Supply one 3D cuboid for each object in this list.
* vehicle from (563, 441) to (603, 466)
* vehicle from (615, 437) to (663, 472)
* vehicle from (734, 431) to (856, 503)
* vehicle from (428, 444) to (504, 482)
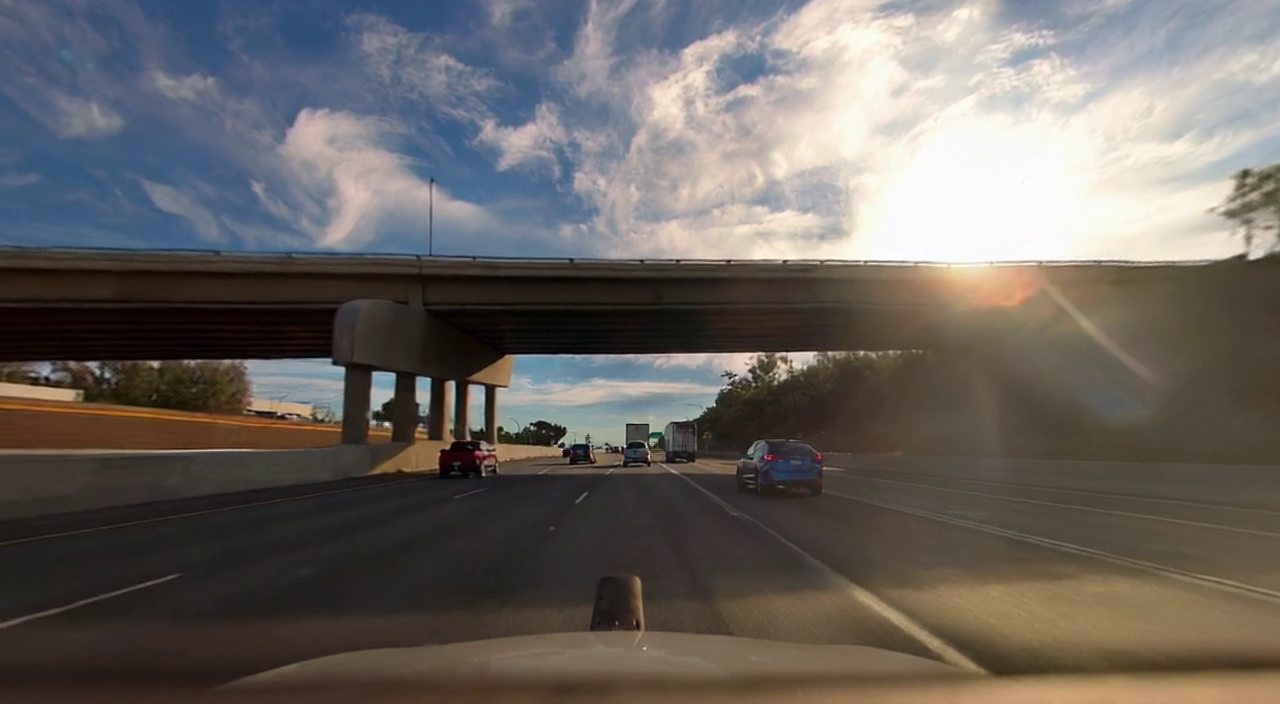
[{"bbox_3d":[-4.100,7.431,46.544,2.535,1.715,5.030,0,-9,-1],"label":"vehicle"},{"bbox_3d":[-0.083,5.872,36.421,2.572,1.837,5.693,0,-9,0],"label":"vehicle"},{"bbox_3d":[3.924,2.993,16.806,2.119,1.653,4.000,0,-9,-2],"label":"vehicle"},{"bbox_3d":[-7.314,4.691,27.077,1.947,1.444,4.595,0,-9,0],"label":"vehicle"}]
